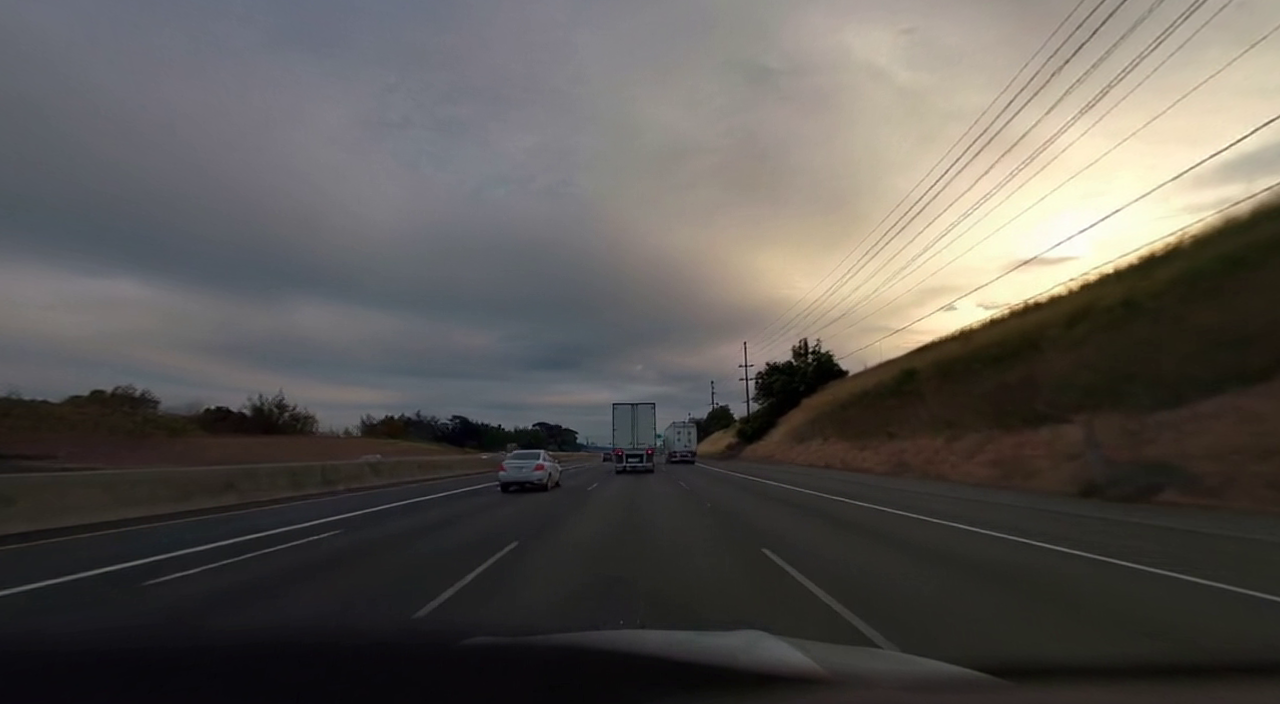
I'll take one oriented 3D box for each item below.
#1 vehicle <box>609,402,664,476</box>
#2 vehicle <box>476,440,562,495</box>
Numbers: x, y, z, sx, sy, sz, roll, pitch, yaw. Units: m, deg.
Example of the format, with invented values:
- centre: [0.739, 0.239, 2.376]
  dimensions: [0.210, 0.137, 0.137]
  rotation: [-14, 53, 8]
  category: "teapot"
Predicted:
- centre: [-0.207, 5.630, 40.148]
  dimensions: [2.985, 4.025, 10.982]
  rotation: [0, -9, 0]
  category: "vehicle"
- centre: [-4.006, 3.919, 21.696]
  dimensions: [2.050, 1.679, 4.253]
  rotation: [0, -9, 1]
  category: "vehicle"
